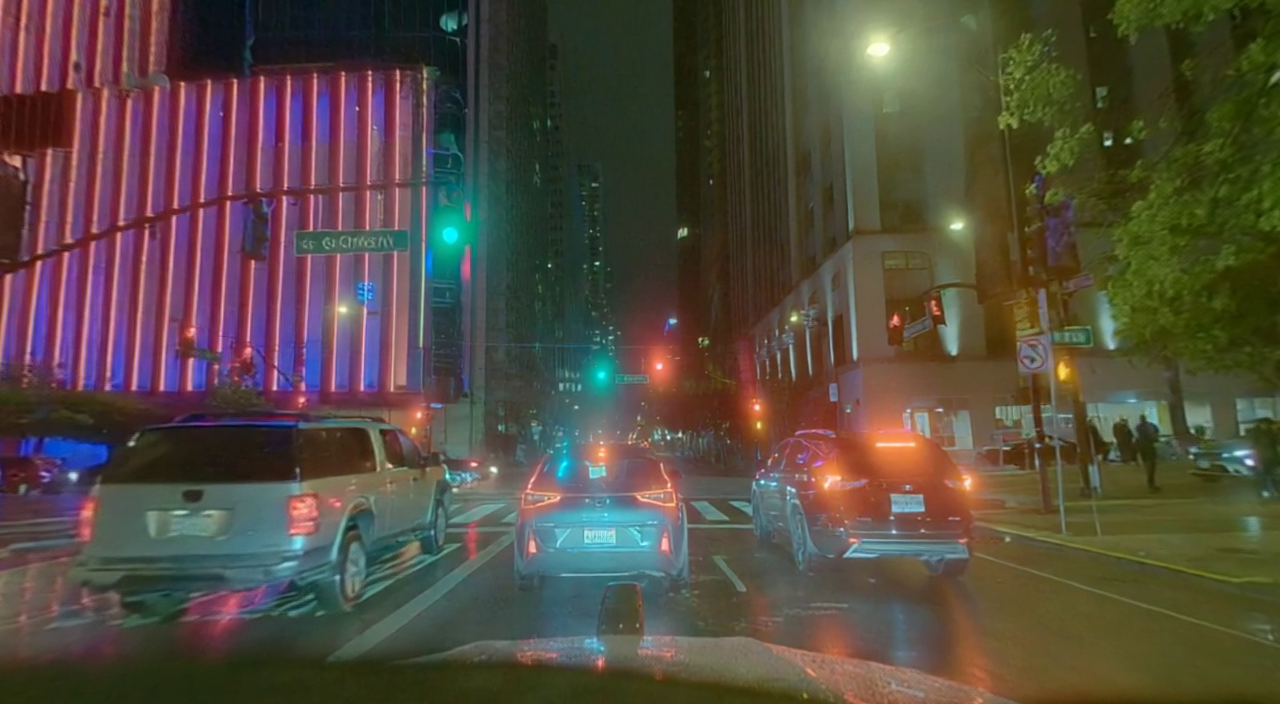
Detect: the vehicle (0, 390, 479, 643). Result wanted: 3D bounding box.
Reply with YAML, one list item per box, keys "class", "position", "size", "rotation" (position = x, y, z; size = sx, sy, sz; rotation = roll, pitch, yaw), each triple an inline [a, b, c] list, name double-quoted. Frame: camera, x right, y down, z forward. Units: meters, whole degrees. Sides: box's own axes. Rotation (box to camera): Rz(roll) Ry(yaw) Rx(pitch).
- class: "vehicle"
  position: [-3.651, 1.585, 7.330]
  size: [2.190, 1.840, 5.272]
  rotation: [0, -8, 0]

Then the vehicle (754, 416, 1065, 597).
- class: "vehicle"
  position: [3.031, 1.841, 8.542]
  size: [2.072, 1.735, 4.759]
  rotation: [0, -8, 0]

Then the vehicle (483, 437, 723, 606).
- class: "vehicle"
  position: [-0.352, 1.788, 7.656]
  size: [2.092, 1.454, 4.132]
  rotation: [0, -8, -1]

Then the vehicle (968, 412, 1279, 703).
- class: "vehicle"
  position: [2.740, 0.805, 1.111]
  size: [1.902, 1.454, 4.540]
  rotation: [0, -8, 0]
